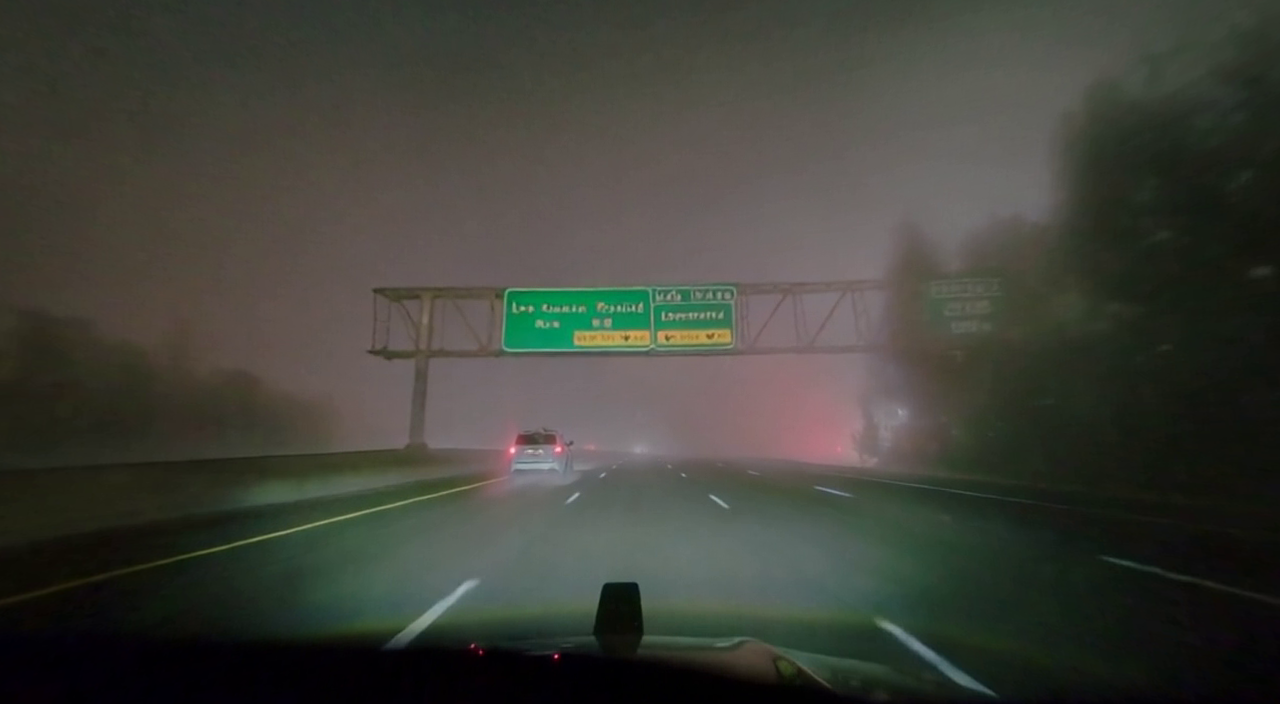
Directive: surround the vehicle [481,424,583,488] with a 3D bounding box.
[{"bbox_3d":[-3.535,3.569,21.965,2.431,1.928,5.760,0,-8,1],"label":"vehicle"}]
